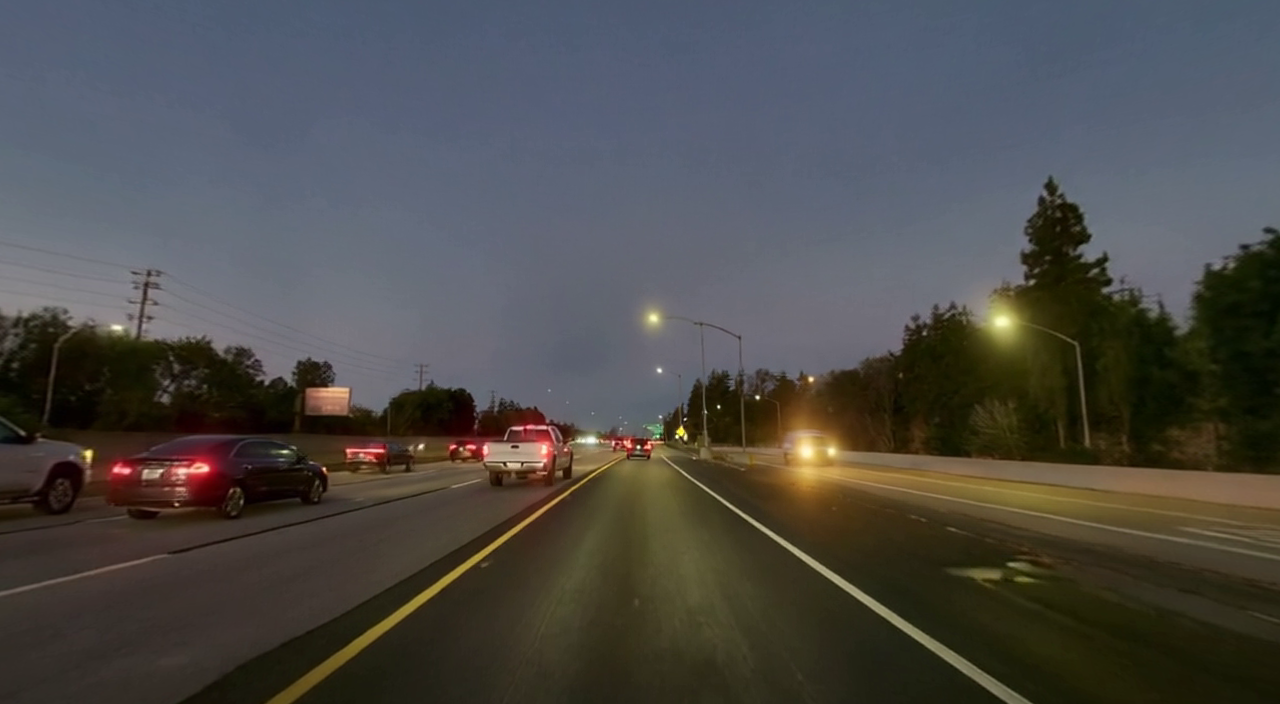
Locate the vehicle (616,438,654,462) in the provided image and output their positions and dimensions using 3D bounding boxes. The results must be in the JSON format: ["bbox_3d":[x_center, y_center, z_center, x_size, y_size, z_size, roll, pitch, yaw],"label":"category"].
[{"bbox_3d":[-0.265,6.152,39.648,2.013,1.444,4.447,-1,-8,4],"label":"vehicle"}]

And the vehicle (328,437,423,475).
[{"bbox_3d":[-10.938,4.316,26.395,1.884,1.453,4.579,0,-8,2],"label":"vehicle"}]

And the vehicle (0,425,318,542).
[{"bbox_3d":[-7.521,2.017,10.344,1.964,1.481,4.425,0,-8,2],"label":"vehicle"}]

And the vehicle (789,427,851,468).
[{"bbox_3d":[11.328,6.058,40.063,2.244,2.374,5.762,-1,-8,0],"label":"vehicle"}]

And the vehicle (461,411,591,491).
[{"bbox_3d":[-3.232,3.059,19.713,2.815,2.092,6.526,0,-8,0],"label":"vehicle"}]
